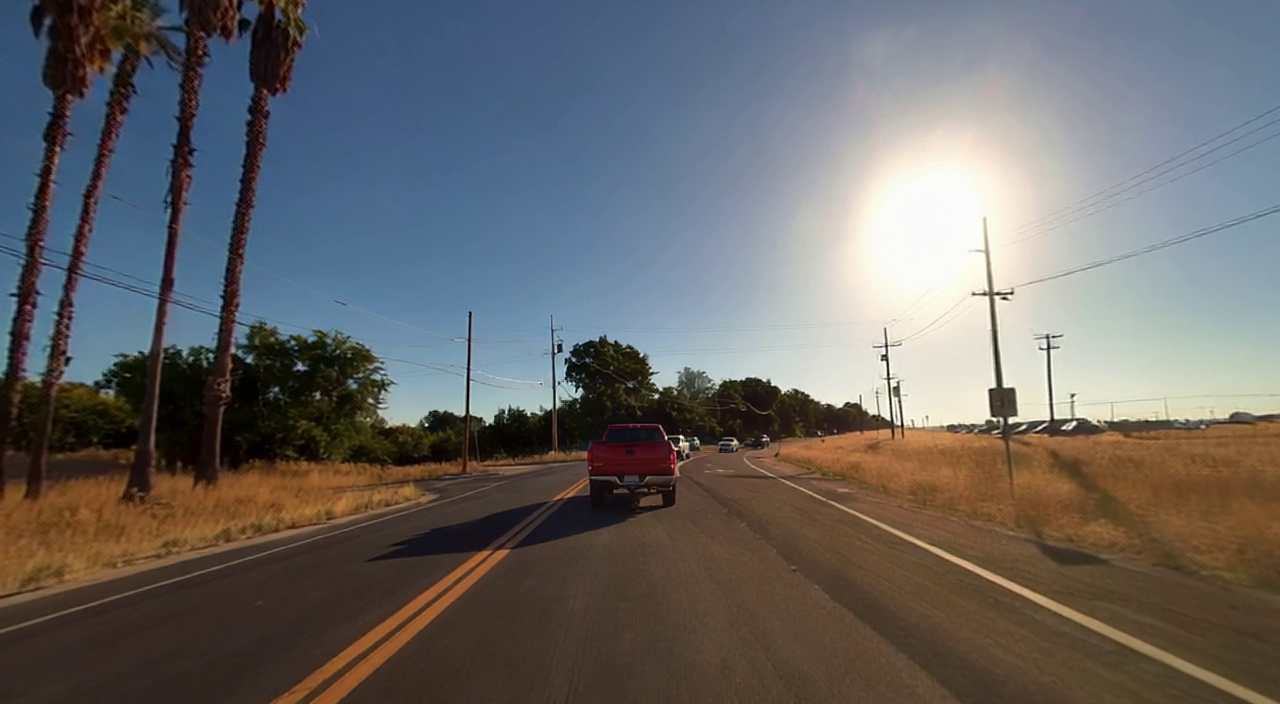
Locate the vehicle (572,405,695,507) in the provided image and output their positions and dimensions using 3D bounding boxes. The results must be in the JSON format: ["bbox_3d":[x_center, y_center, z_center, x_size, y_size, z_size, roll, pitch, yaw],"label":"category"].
[{"bbox_3d":[-0.158,2.716,16.871,2.693,2.223,5.885,0,-8,0],"label":"vehicle"}]
